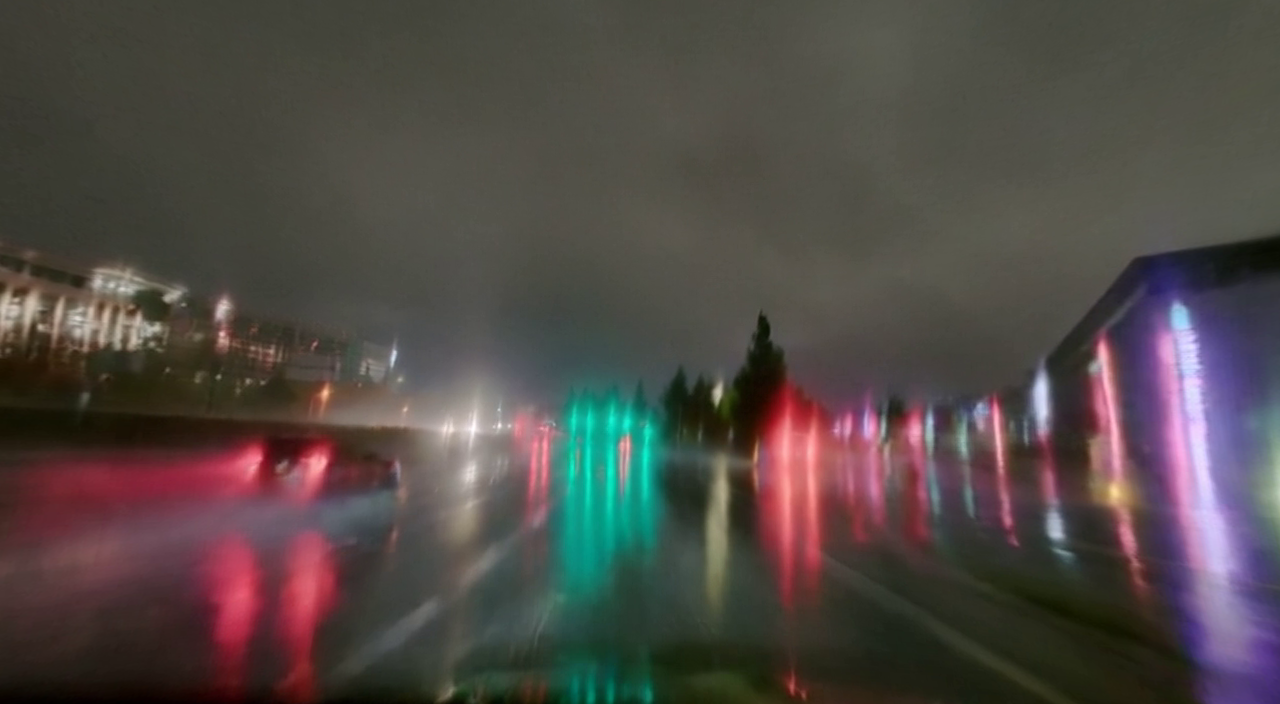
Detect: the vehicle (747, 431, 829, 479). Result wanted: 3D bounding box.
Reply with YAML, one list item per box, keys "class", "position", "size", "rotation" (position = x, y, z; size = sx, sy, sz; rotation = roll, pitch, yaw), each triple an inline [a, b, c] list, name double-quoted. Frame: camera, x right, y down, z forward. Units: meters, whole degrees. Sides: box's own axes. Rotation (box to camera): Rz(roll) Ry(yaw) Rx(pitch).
- class: "vehicle"
  position: [5.917, 4.179, 25.851]
  size: [2.023, 1.782, 4.193]
  rotation: [1, -9, -5]

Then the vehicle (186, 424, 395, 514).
- class: "vehicle"
  position: [-7.598, 2.596, 14.493]
  size: [2.030, 1.672, 4.913]
  rotation: [0, -9, -1]
